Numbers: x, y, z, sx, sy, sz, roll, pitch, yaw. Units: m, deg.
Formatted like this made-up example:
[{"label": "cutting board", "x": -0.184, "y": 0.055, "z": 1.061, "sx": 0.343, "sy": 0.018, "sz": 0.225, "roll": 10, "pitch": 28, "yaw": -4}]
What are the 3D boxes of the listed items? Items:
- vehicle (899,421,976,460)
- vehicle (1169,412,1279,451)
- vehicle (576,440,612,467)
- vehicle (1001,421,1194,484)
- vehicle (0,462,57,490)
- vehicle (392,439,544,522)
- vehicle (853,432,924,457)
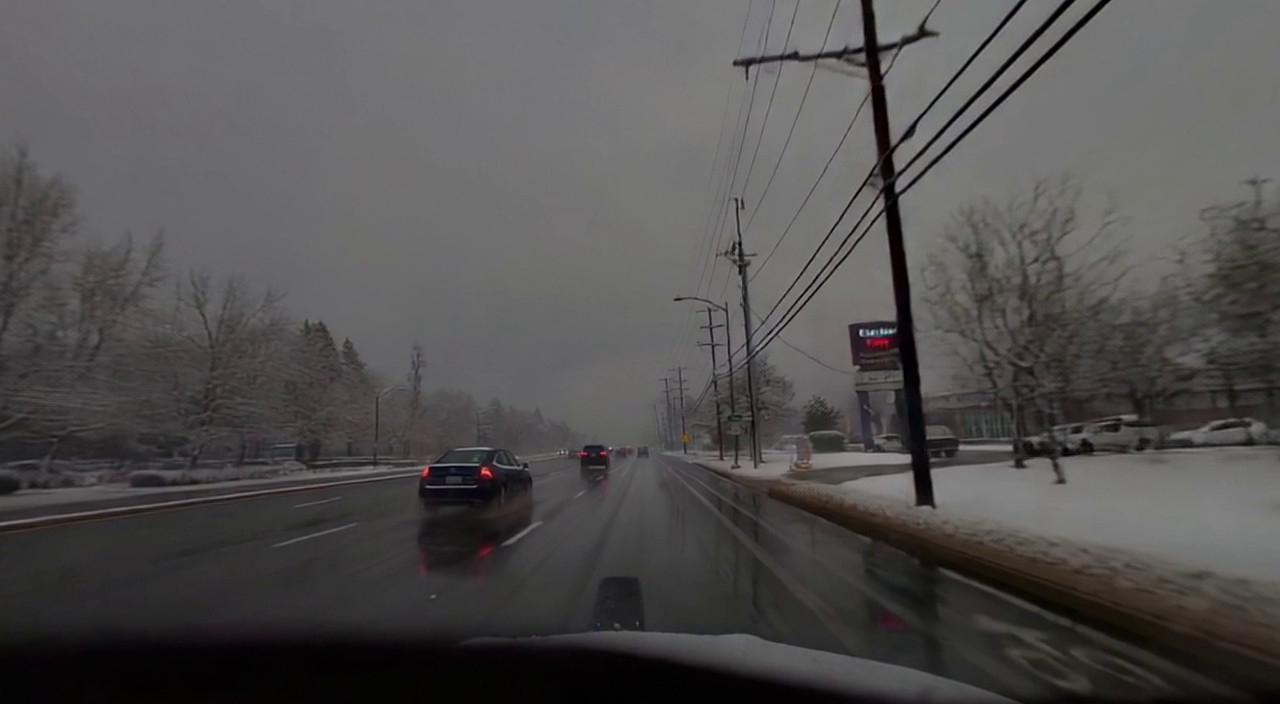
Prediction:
[{"label": "vehicle", "x": 16.857, "y": 4.998, "z": 35.562, "sx": 4.319, "sy": 1.812, "sz": 2.020, "roll": 2, "pitch": -10, "yaw": -38}, {"label": "vehicle", "x": 28.780, "y": 3.932, "z": 30.649, "sx": 1.985, "sy": 1.739, "sz": 4.397, "roll": 1, "pitch": -9, "yaw": -4}, {"label": "vehicle", "x": -3.149, "y": 7.021, "z": 43.664, "sx": 2.087, "sy": 1.736, "sz": 4.311, "roll": 0, "pitch": -9, "yaw": 1}, {"label": "vehicle", "x": 12.294, "y": 2.779, "z": 17.420, "sx": 1.938, "sy": 1.495, "sz": 4.639, "roll": 0, "pitch": -9, "yaw": 2}, {"label": "vehicle", "x": -40.342, "y": 7.826, "z": 39.818, "sx": 4.560, "sy": 1.649, "sz": 2.040, "roll": 1, "pitch": -9, "yaw": -7}, {"label": "vehicle", "x": -3.471, "y": 2.692, "z": 13.741, "sx": 1.942, "sy": 1.469, "sz": 4.426, "roll": 0, "pitch": -9, "yaw": 2}, {"label": "vehicle", "x": 16.716, "y": 6.228, "z": 42.284, "sx": 4.497, "sy": 1.548, "sz": 1.997, "roll": 6, "pitch": -10, "yaw": -30}]
